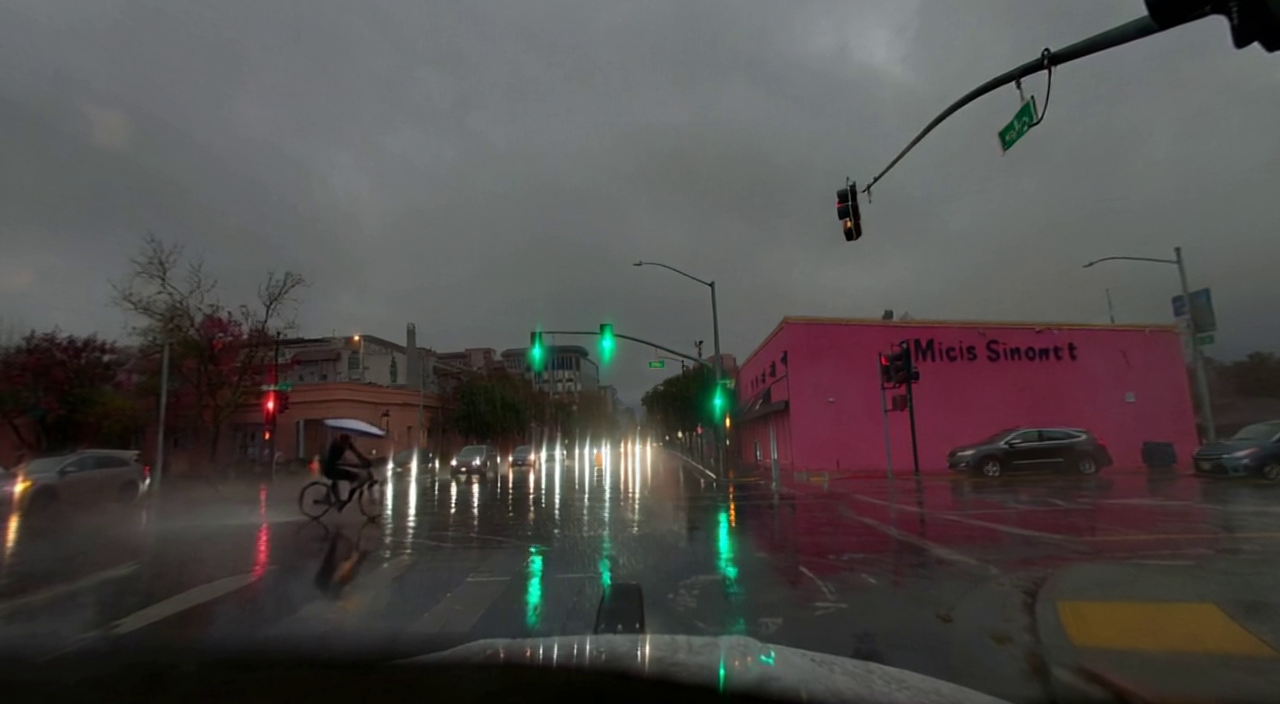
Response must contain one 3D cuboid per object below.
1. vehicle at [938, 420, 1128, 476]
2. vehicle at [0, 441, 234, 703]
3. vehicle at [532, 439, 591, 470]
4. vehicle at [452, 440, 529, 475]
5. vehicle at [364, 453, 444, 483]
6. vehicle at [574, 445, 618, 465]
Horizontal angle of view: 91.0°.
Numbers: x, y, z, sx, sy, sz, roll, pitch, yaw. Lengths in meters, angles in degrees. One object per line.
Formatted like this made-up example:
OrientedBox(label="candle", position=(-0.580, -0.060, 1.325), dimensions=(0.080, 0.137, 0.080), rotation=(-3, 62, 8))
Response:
OrientedBox(label="vehicle", position=(11.564, 2.870, 18.805), dimensions=(4.355, 1.546, 1.820), rotation=(-1, -9, 6))
OrientedBox(label="vehicle", position=(-3.693, 0.969, 2.154), dimensions=(1.759, 1.325, 4.295), rotation=(0, -9, 0))
OrientedBox(label="vehicle", position=(-4.513, 5.979, 36.871), dimensions=(1.928, 1.647, 4.575), rotation=(-2, -9, 13))
OrientedBox(label="vehicle", position=(-8.402, 5.973, 36.046), dimensions=(2.152, 1.825, 5.406), rotation=(-2, -9, 12))
OrientedBox(label="vehicle", position=(-12.587, 6.173, 33.879), dimensions=(1.976, 1.425, 4.567), rotation=(-1, -9, 9))
OrientedBox(label="vehicle", position=(-3.027, 7.188, 44.132), dimensions=(1.743, 1.362, 4.350), rotation=(-2, -9, 14))
